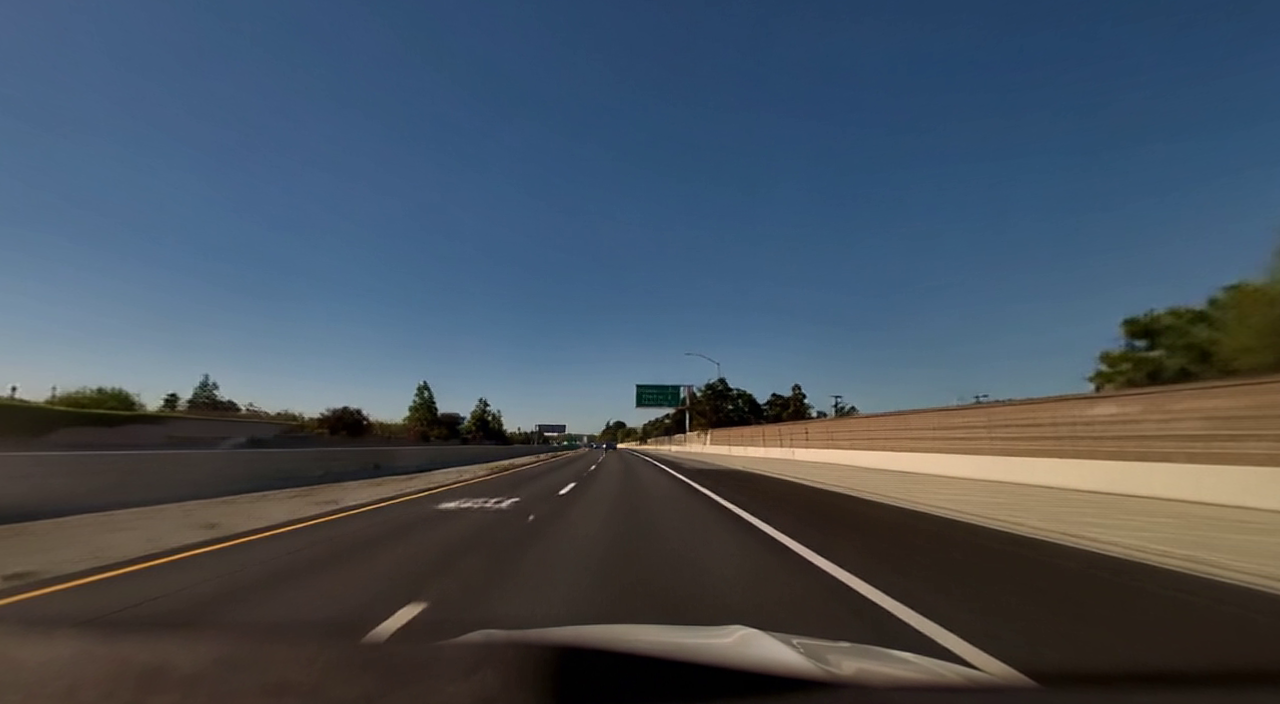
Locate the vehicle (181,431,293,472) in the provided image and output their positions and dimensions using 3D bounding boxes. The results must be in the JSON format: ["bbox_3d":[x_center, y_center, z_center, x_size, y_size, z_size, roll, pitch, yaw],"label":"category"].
[{"bbox_3d":[-16.795,4.154,26.510,1.877,1.573,4.360,0,-8,-1],"label":"vehicle"}]
